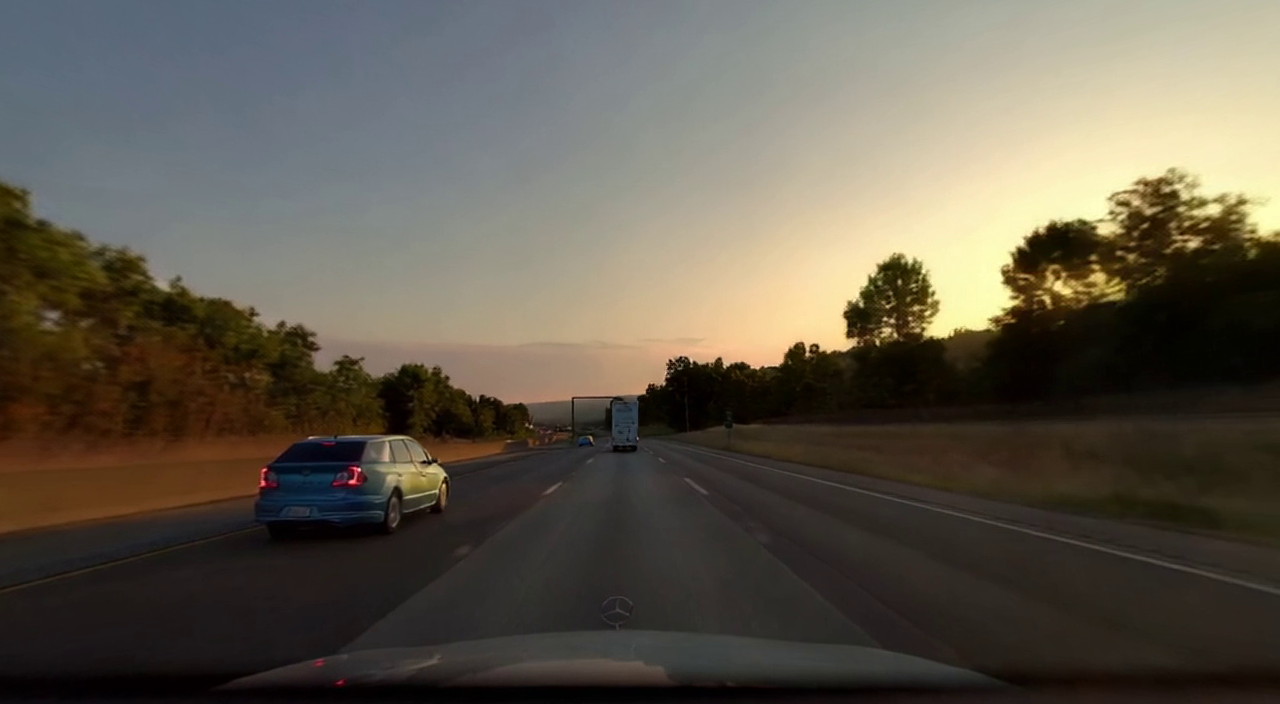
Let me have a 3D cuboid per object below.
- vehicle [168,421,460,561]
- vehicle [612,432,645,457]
[{"bbox_3d":[-4.089,1.767,8.858,1.931,1.483,4.105,0,-8,-1],"label":"vehicle"},{"bbox_3d":[-0.787,6.349,43.456,2.162,1.616,4.242,0,-8,0],"label":"vehicle"}]
